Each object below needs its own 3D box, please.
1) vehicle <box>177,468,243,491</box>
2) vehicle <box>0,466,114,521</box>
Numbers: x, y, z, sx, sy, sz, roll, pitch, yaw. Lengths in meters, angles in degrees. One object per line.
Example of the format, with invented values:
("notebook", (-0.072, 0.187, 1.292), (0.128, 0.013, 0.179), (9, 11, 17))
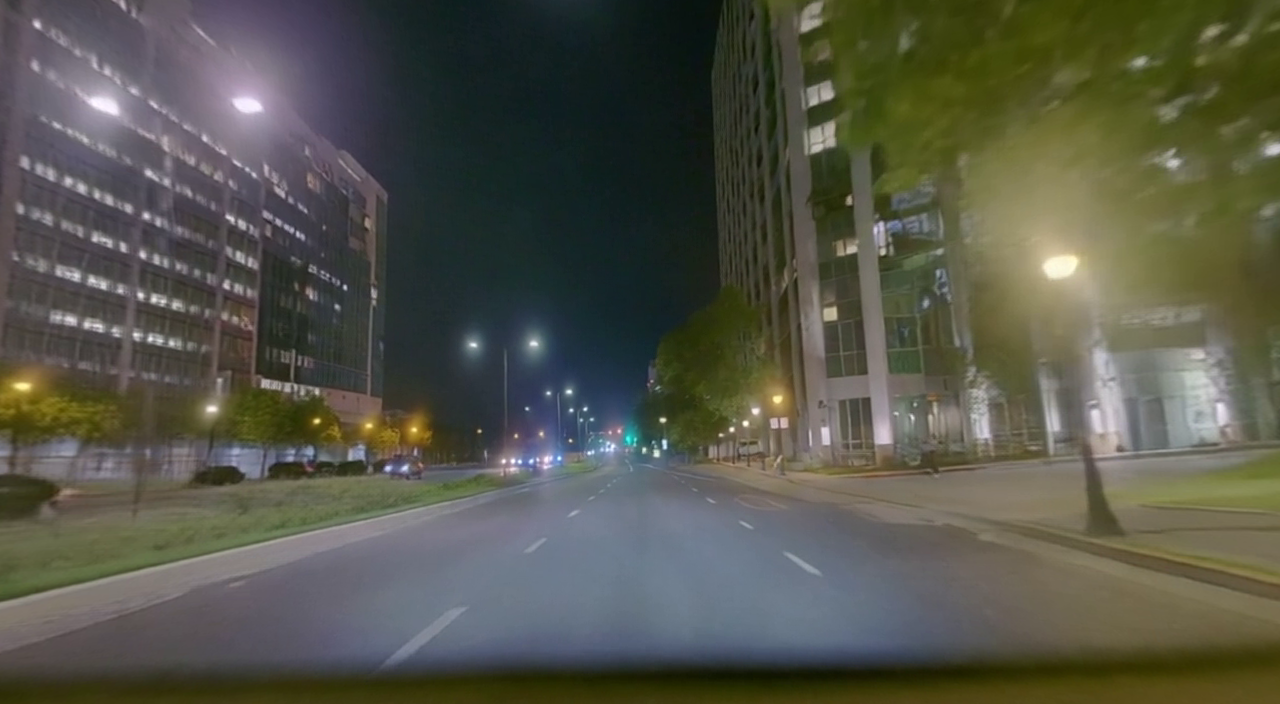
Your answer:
("vehicle", (-31.671, 9.371, 46.573), (1.799, 1.473, 4.490), (0, -8, -2))
("vehicle", (-18.835, 4.257, 19.132), (1.835, 1.417, 4.352), (0, -8, 2))
